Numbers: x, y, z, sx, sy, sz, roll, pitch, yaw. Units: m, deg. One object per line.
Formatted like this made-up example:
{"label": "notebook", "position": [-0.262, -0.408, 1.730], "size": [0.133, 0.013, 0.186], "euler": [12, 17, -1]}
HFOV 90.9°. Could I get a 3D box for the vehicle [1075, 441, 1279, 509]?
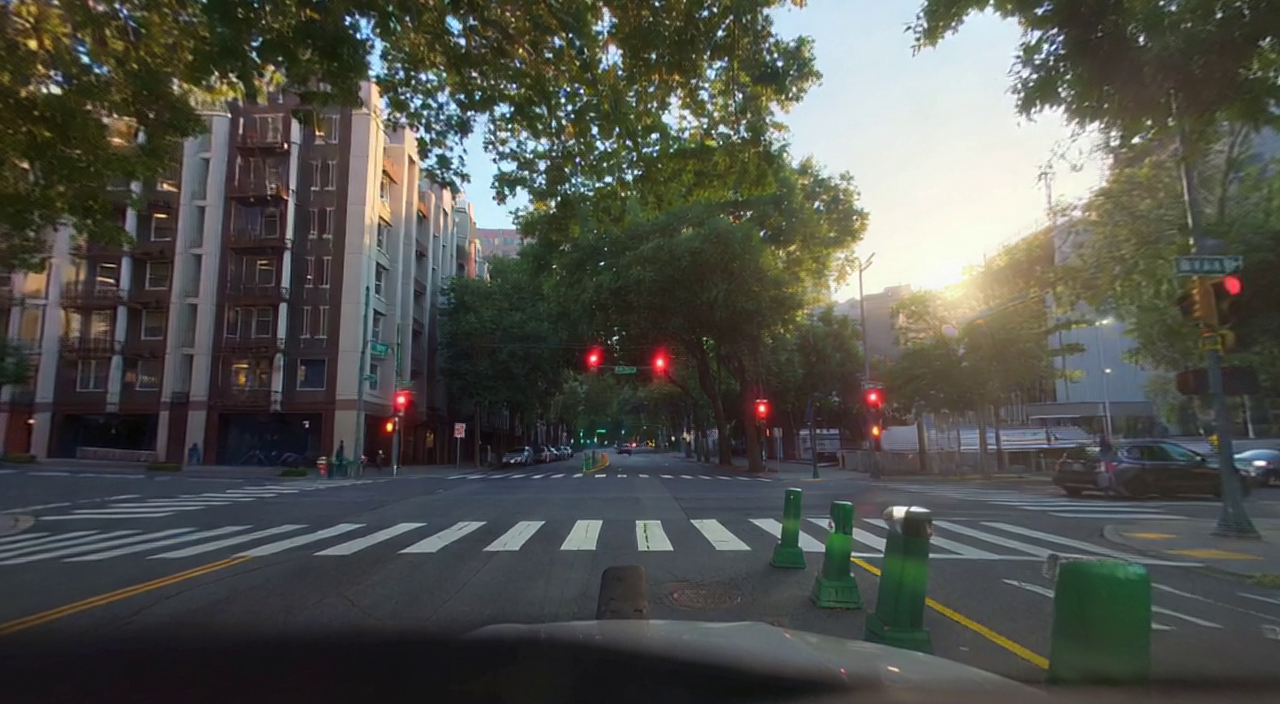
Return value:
{"label": "vehicle", "position": [12.997, 2.796, 14.562], "size": [4.424, 1.436, 1.804], "euler": [-1, -9, 5]}
